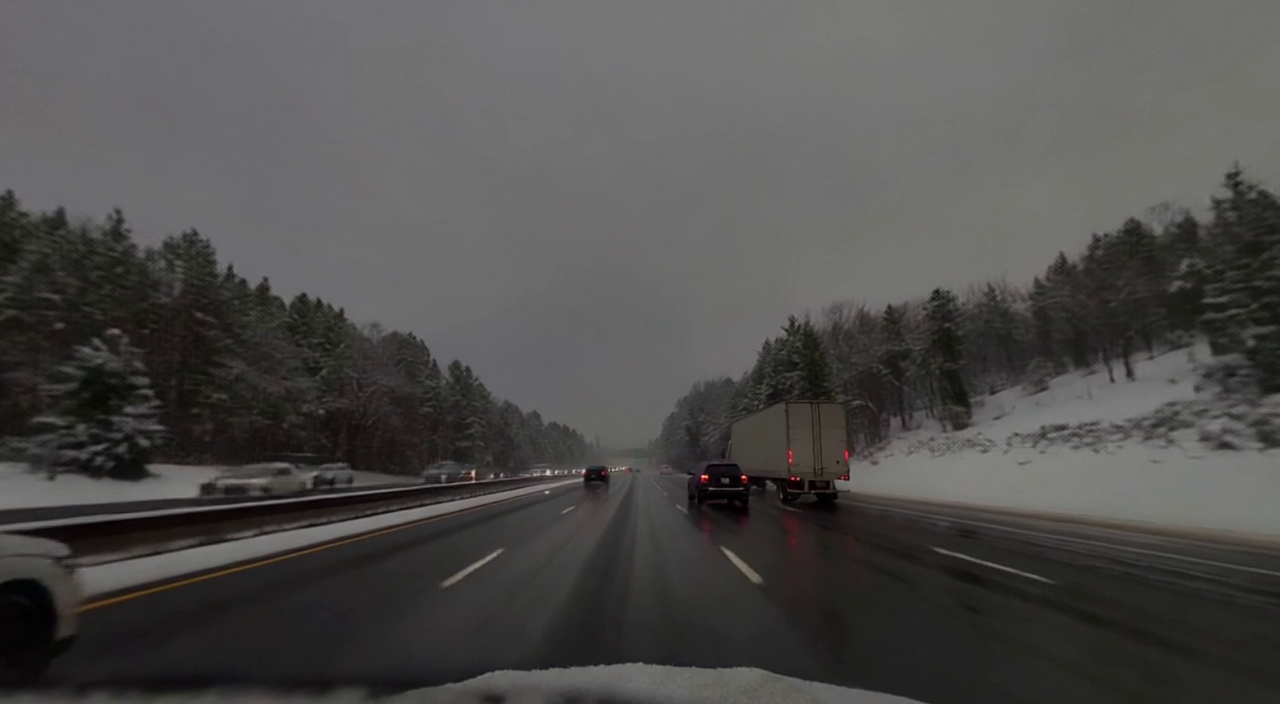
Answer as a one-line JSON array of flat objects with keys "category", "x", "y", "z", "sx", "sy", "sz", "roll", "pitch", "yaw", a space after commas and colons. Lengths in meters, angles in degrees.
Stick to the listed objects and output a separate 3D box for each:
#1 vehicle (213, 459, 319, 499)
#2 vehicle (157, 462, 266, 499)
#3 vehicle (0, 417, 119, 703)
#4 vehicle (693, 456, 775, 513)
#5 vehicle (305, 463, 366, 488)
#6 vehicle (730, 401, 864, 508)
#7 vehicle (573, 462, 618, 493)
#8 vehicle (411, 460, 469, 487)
[{"category": "vehicle", "x": -15.219, "y": 5.178, "z": 25.868, "sx": 1.792, "sy": 1.463, "sz": 4.065, "roll": 1, "pitch": -10, "yaw": 0}, {"category": "vehicle", "x": -19.142, "y": 5.744, "z": 28.331, "sx": 1.781, "sy": 1.467, "sz": 4.335, "roll": 1, "pitch": -10, "yaw": 1}, {"category": "vehicle", "x": -3.836, "y": 0.691, "z": 0.925, "sx": 2.065, "sy": 1.485, "sz": 4.682, "roll": 1, "pitch": -10, "yaw": 0}, {"category": "vehicle", "x": 3.085, "y": 4.480, "z": 21.567, "sx": 2.050, "sy": 1.708, "sz": 4.457, "roll": 1, "pitch": -10, "yaw": -1}, {"category": "vehicle", "x": -21.678, "y": 8.791, "z": 44.924, "sx": 1.882, "sy": 1.660, "sz": 4.590, "roll": 1, "pitch": -10, "yaw": 1}, {"category": "vehicle", "x": 7.424, "y": 5.566, "z": 33.470, "sx": 2.883, "sy": 4.151, "sz": 17.144, "roll": 1, "pitch": -10, "yaw": 0}, {"category": "vehicle", "x": -2.354, "y": 6.819, "z": 34.274, "sx": 2.025, "sy": 1.547, "sz": 4.150, "roll": 1, "pitch": -10, "yaw": 1}, {"category": "vehicle", "x": -11.978, "y": 7.322, "z": 37.981, "sx": 1.906, "sy": 1.467, "sz": 4.763, "roll": 1, "pitch": -10, "yaw": 0}]
